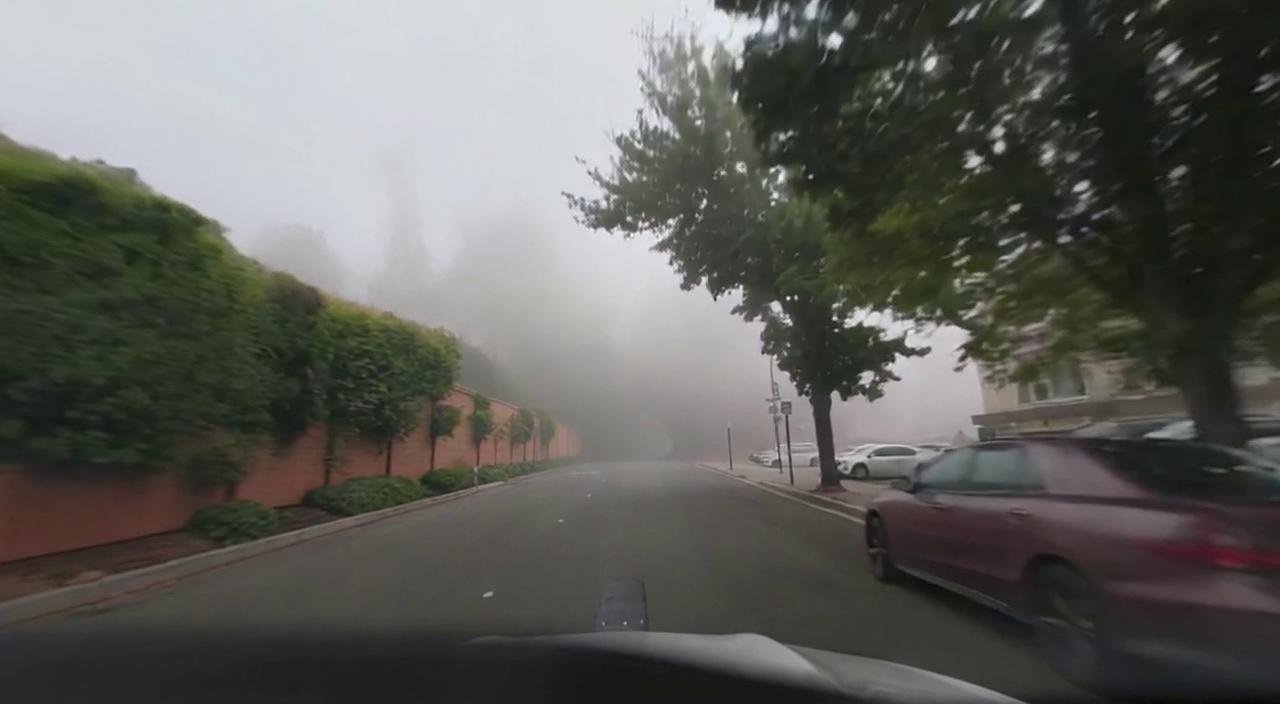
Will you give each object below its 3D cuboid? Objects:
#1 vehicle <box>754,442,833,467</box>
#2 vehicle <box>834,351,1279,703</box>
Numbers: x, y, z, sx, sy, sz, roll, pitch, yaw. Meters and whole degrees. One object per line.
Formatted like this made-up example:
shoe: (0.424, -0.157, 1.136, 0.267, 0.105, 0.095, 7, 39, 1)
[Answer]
vehicle: (9.597, 6.454, 39.666, 4.309, 1.442, 2.145, -1, -10, -2)
vehicle: (3.403, 1.089, 4.105, 2.161, 1.622, 6.732, 0, -8, 0)
